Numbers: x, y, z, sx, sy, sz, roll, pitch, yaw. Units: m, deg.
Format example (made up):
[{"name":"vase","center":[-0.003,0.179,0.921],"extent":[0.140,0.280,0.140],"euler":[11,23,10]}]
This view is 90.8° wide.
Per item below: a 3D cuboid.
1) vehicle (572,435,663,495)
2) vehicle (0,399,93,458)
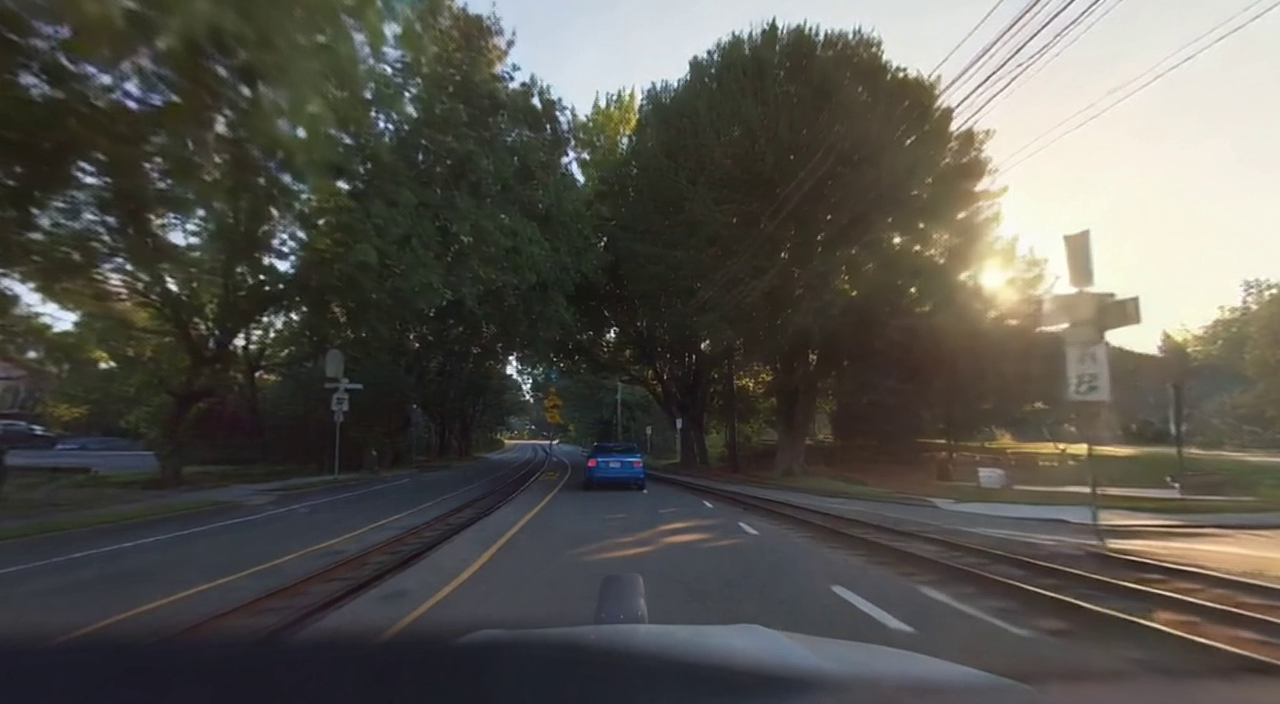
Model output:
[{"name":"vehicle","center":[-0.761,3.180,18.175],"extent":[2.295,1.510,4.364],"euler":[1,-8,-5]},{"name":"vehicle","center":[-32.146,4.076,33.039],"extent":[2.983,2.816,7.042],"euler":[3,-9,-21]}]
